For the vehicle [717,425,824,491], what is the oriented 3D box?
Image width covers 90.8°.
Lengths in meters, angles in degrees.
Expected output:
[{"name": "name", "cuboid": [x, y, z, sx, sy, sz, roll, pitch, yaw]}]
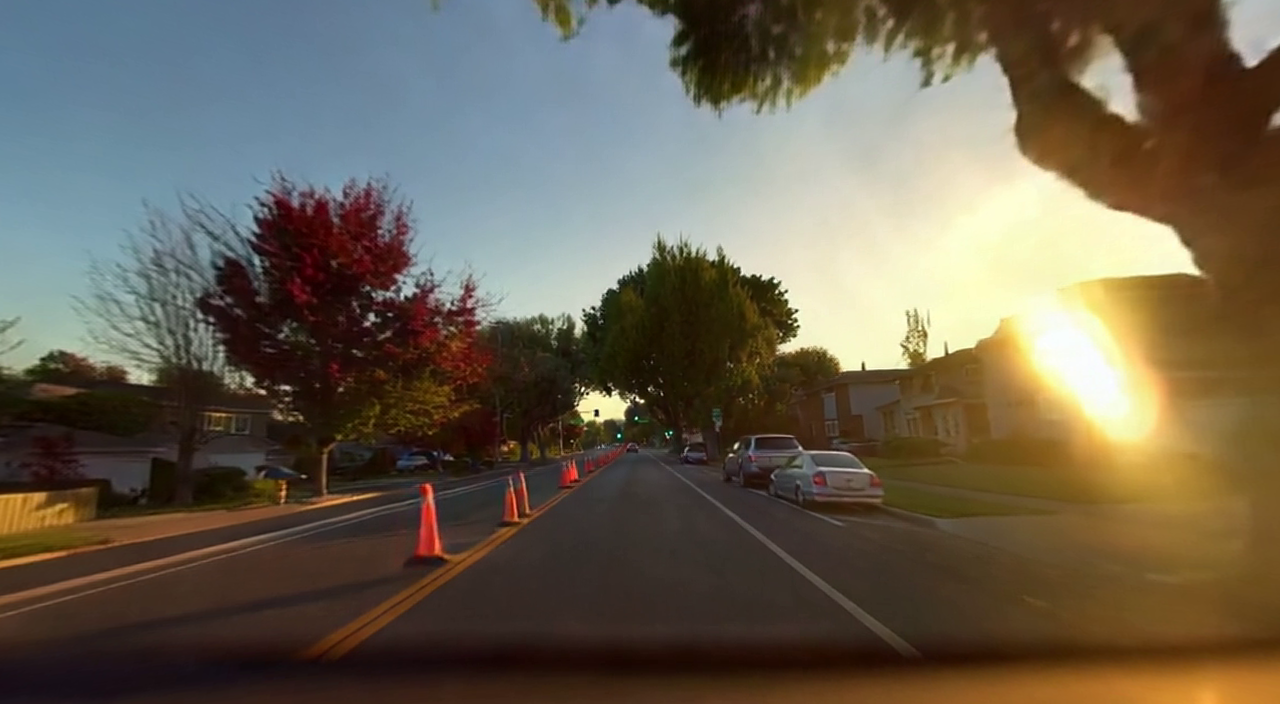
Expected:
[{"name": "vehicle", "cuboid": [4.146, 3.464, 21.046, 2.255, 1.914, 4.967, 0, -8, -3]}]

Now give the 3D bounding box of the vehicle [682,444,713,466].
[{"name": "vehicle", "cuboid": [4.016, 7.240, 44.501, 1.870, 1.441, 4.539, 0, -8, 1]}]

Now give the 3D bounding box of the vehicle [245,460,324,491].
[{"name": "vehicle", "cuboid": [-20.156, 7.009, 36.088, 2.015, 1.444, 4.958, -1, -8, -5]}]

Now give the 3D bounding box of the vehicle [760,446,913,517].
[{"name": "vehicle", "cuboid": [4.163, 2.799, 14.297, 1.928, 1.333, 4.586, 0, -8, -1]}]
